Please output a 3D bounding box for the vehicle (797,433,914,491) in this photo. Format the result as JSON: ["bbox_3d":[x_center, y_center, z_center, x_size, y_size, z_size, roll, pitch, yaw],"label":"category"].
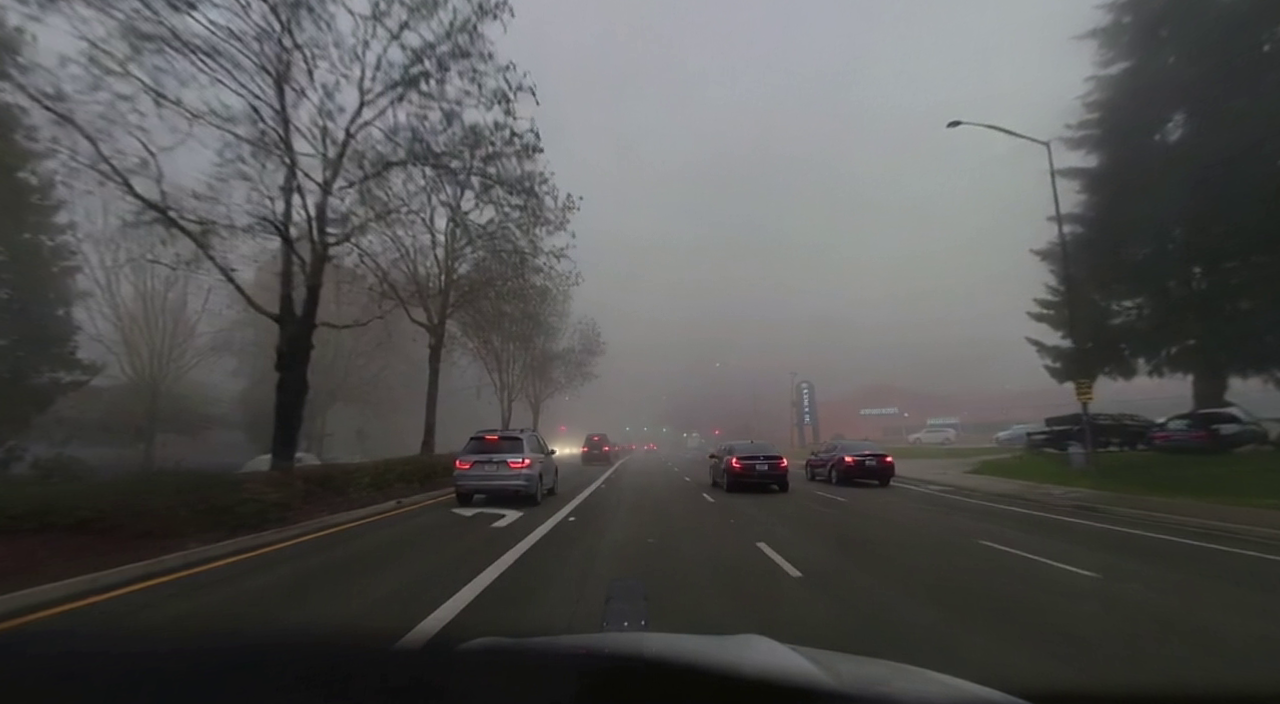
[{"bbox_3d":[6.377,3.322,19.311,1.881,1.540,4.750,0,-9,0],"label":"vehicle"}]

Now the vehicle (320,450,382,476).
[{"bbox_3d":[-17.703,6.779,38.767,1.749,1.454,4.318,0,-9,0],"label":"vehicle"}]

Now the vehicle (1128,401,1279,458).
[{"bbox_3d":[17.024,2.346,18.738,4.698,1.495,2.125,4,-10,-29],"label":"vehicle"}]

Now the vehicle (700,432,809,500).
[{"bbox_3d":[2.808,2.915,16.430,2.004,1.512,4.206,0,-9,0],"label":"vehicle"}]

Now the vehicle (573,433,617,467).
[{"bbox_3d":[-2.461,5.548,35.768,2.117,1.799,4.442,0,-9,1],"label":"vehicle"}]

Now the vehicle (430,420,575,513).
[{"bbox_3d":[-2.834,2.504,14.161,2.141,1.719,4.379,0,-9,2],"label":"vehicle"}]

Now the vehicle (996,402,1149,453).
[{"bbox_3d":[16.726,2.971,24.427,4.953,1.804,2.337,3,-9,-21],"label":"vehicle"}]

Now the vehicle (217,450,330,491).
[{"bbox_3d":[-14.464,4.678,25.198,1.858,1.456,4.347,0,-9,1],"label":"vehicle"}]
